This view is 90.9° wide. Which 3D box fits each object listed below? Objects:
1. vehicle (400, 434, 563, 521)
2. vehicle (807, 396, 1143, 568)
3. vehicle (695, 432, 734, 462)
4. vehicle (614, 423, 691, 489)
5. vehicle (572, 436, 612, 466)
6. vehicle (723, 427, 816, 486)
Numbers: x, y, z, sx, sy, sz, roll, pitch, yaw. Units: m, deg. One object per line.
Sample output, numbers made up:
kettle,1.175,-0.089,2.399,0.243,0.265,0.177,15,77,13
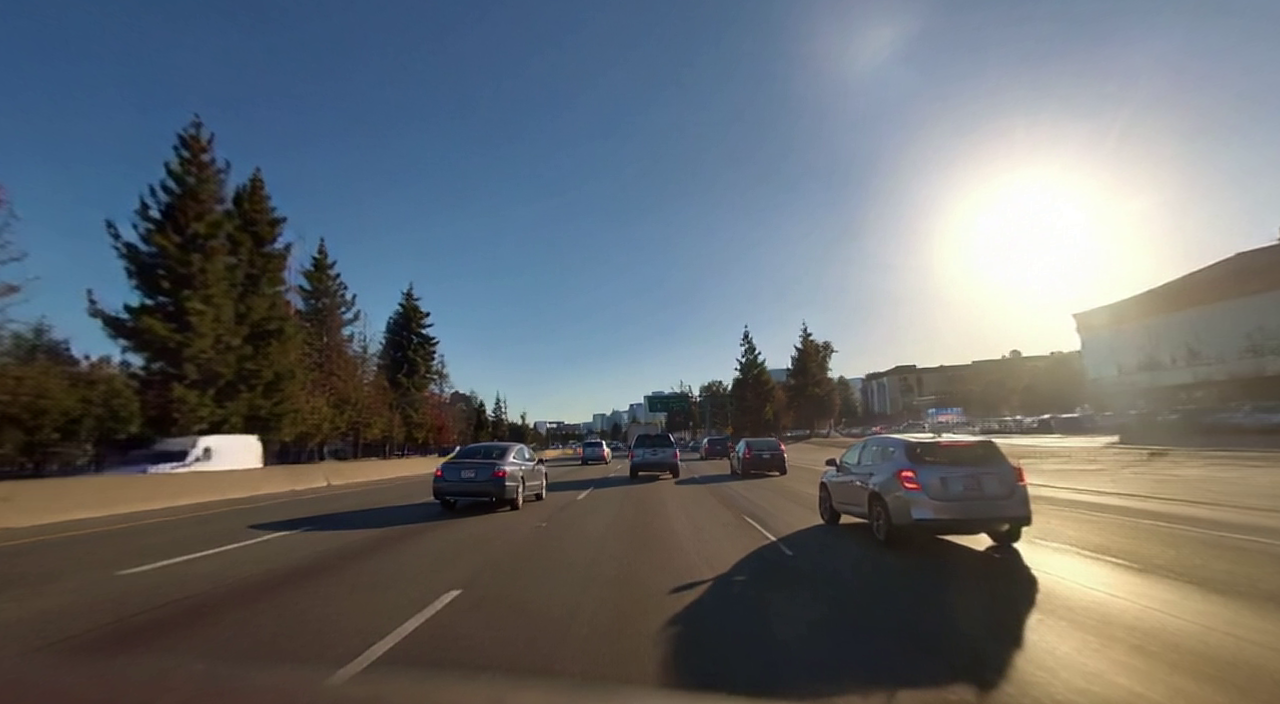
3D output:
vehicle,-3.013,2.503,13.260,1.965,1.443,4.968,-1,-8,2
vehicle,3.952,1.629,8.623,2.156,1.701,4.494,-1,-8,1
vehicle,4.695,6.076,40.446,2.039,1.832,3.989,-1,-8,1
vehicle,0.376,3.256,20.052,2.153,1.805,4.631,-1,-8,1
vehicle,-2.872,5.982,38.336,1.951,1.694,4.188,-1,-8,2
vehicle,4.037,3.348,20.420,2.094,1.676,4.309,-1,-8,0
